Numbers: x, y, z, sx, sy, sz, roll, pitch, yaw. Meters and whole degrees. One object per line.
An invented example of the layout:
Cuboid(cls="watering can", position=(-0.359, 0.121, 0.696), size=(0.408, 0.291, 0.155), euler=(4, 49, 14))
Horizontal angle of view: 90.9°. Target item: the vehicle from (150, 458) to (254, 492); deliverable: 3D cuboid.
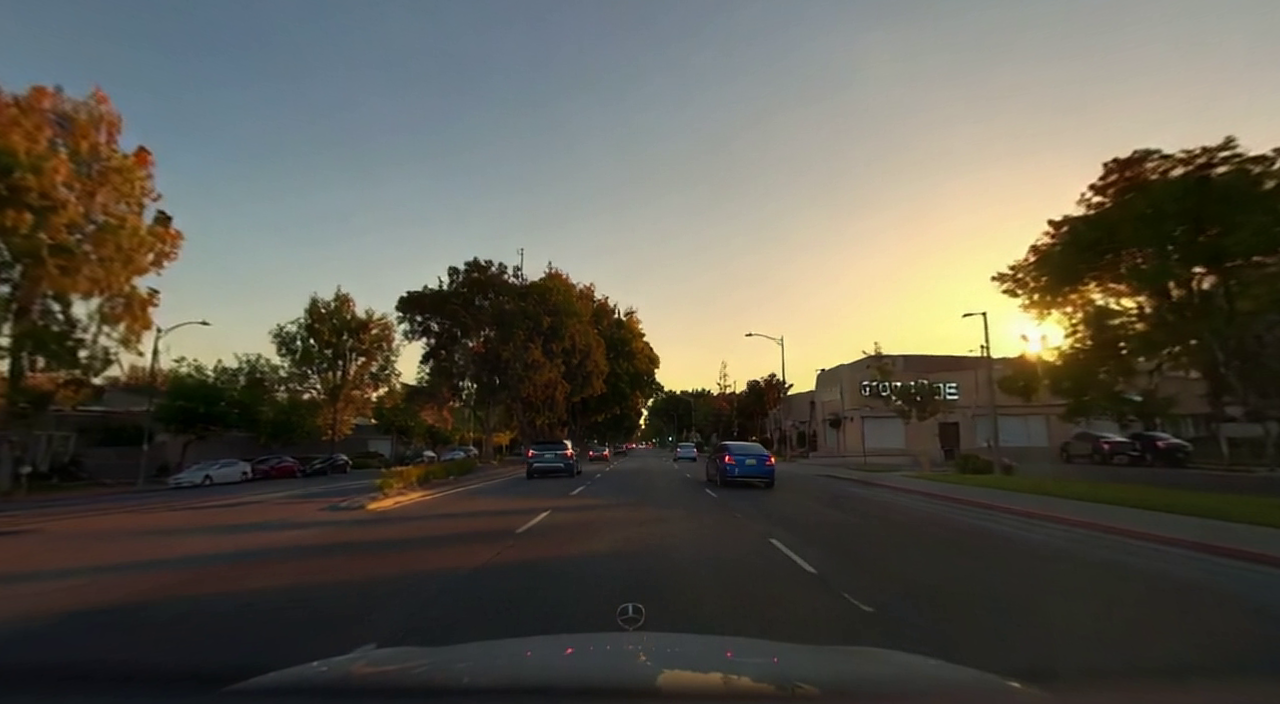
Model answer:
Cuboid(cls="vehicle", position=(-22.495, 6.306, 32.615), size=(2.059, 1.463, 4.780), euler=(0, -8, -2))

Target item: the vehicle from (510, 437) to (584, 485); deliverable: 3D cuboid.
Cuboid(cls="vehicle", position=(-3.410, 4.074, 23.905), size=(2.113, 1.626, 4.129), euler=(0, -8, 1))

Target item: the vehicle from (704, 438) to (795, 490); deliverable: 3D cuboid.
Cuboid(cls="vehicle", position=(3.371, 3.553, 20.354), size=(2.083, 1.474, 4.360), euler=(0, -8, -1))

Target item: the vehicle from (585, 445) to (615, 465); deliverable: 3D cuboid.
Cuboid(cls="vehicle", position=(-3.048, 7.919, 48.756), size=(2.060, 1.459, 4.311), euler=(0, -8, 0))

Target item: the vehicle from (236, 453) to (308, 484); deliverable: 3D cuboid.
Cuboid(cls="vehicle", position=(-22.584, 7.144, 38.879), size=(1.853, 1.693, 4.233), euler=(0, -8, 1))

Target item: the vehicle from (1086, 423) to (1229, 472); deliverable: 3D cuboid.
Cuboid(cls="vehicle", position=(28.505, 5.247, 34.790), size=(6.334, 2.182, 2.351), euler=(-2, -8, -11))

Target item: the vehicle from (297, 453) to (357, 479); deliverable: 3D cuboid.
Cuboid(cls="vehicle", position=(-22.397, 8.126, 45.313), size=(1.922, 1.682, 4.638), euler=(0, -8, 0))
